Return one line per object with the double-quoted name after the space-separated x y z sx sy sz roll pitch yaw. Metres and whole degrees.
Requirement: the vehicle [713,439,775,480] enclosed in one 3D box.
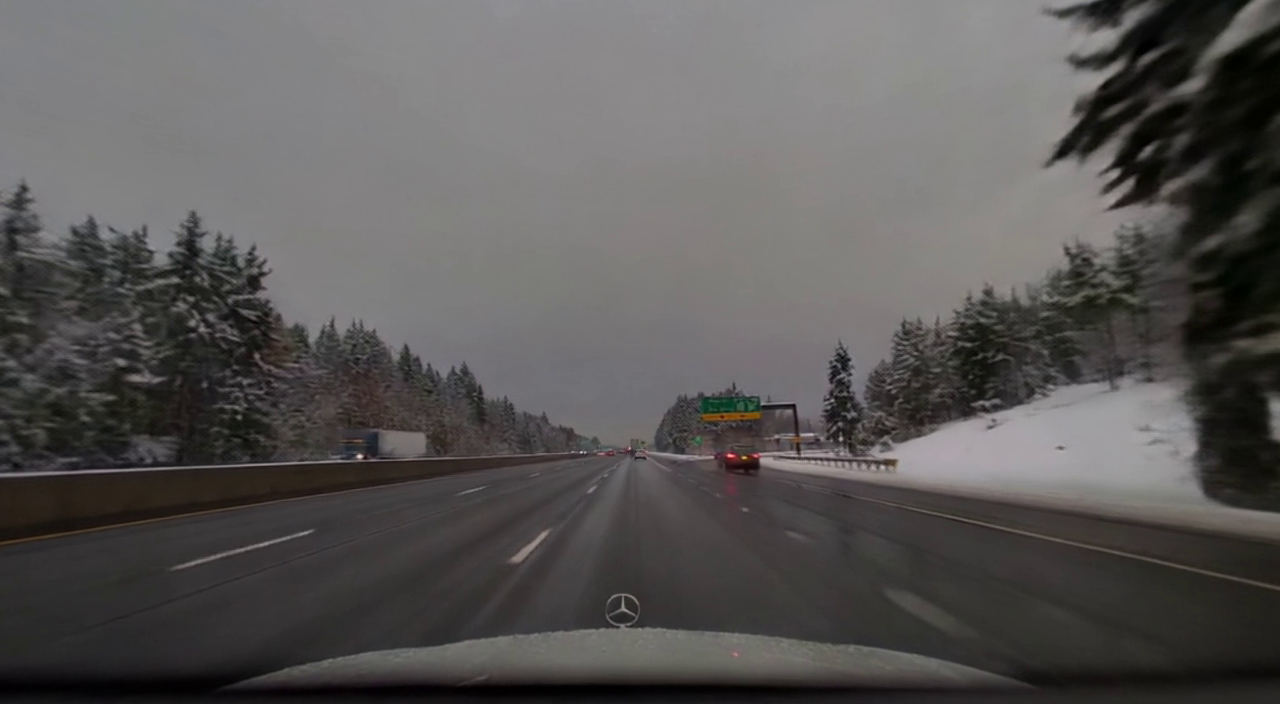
4.695 4.948 29.294 2.096 1.712 4.697 0 -9 0 "vehicle"
